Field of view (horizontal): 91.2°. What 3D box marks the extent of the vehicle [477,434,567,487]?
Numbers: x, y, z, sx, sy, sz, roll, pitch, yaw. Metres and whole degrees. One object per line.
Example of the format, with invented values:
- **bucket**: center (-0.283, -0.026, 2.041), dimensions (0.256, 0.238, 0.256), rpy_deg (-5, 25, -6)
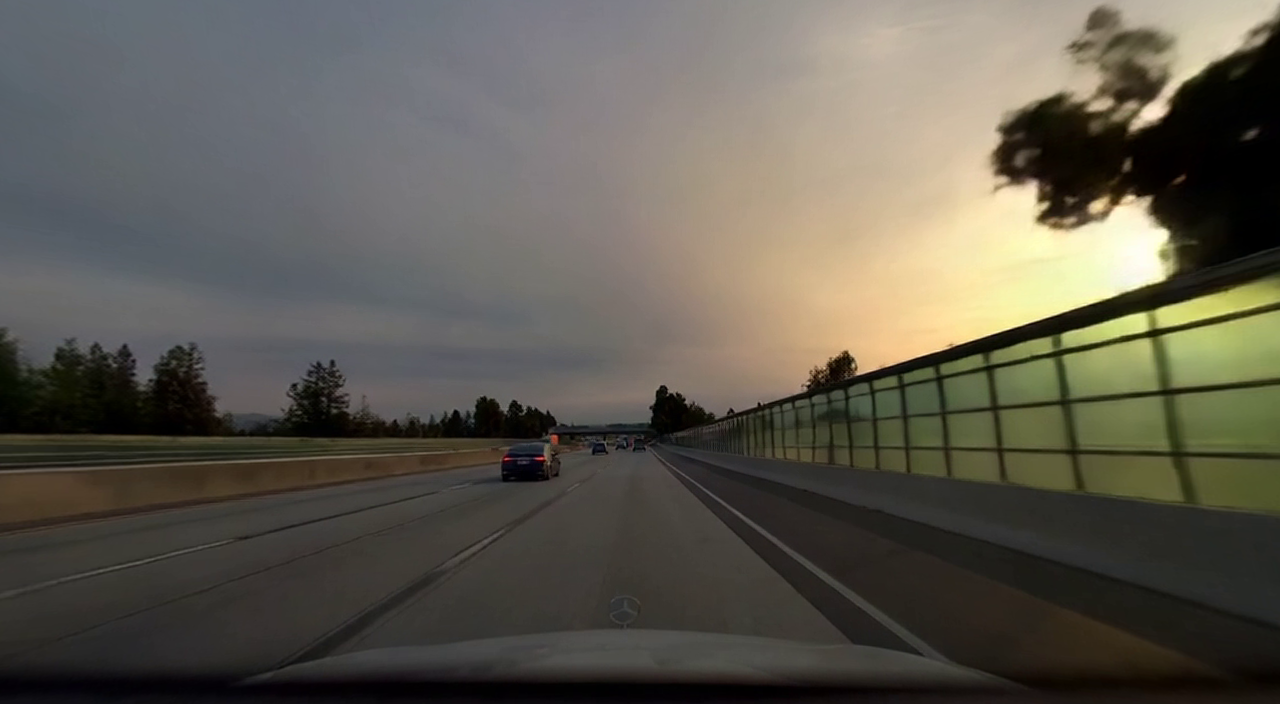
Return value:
- **vehicle**: center (-3.726, 3.506, 20.595), dimensions (2.059, 1.541, 4.296), rpy_deg (0, -8, 1)
